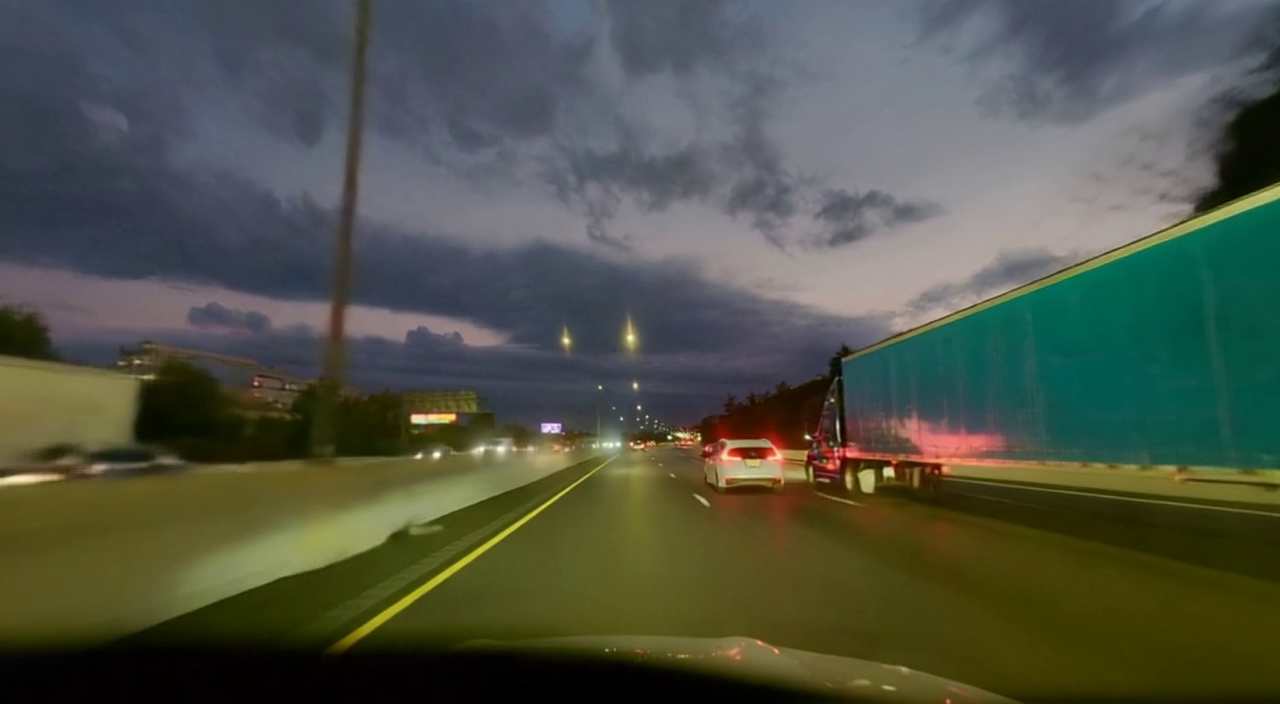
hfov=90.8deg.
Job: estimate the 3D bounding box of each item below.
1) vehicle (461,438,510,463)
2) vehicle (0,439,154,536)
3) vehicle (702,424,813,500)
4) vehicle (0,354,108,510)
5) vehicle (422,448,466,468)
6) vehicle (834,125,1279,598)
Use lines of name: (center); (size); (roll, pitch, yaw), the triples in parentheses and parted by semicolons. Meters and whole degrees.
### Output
vehicle: (-10.698, 6.888, 44.135); (2.018, 1.637, 5.003); (0, -9, 1)
vehicle: (-10.795, 2.217, 10.582); (1.943, 1.468, 4.227); (0, -9, -1)
vehicle: (2.888, 2.830, 16.589); (1.973, 1.710, 4.476); (0, -9, -1)
vehicle: (-18.452, 1.444, 12.189); (2.866, 4.122, 15.694); (0, -9, 0)
vehicle: (-14.730, 7.977, 47.710); (1.889, 1.432, 4.473); (0, -9, 1)
vehicle: (6.910, 0.745, 9.932); (2.864, 4.060, 14.637); (0, -9, -1)
